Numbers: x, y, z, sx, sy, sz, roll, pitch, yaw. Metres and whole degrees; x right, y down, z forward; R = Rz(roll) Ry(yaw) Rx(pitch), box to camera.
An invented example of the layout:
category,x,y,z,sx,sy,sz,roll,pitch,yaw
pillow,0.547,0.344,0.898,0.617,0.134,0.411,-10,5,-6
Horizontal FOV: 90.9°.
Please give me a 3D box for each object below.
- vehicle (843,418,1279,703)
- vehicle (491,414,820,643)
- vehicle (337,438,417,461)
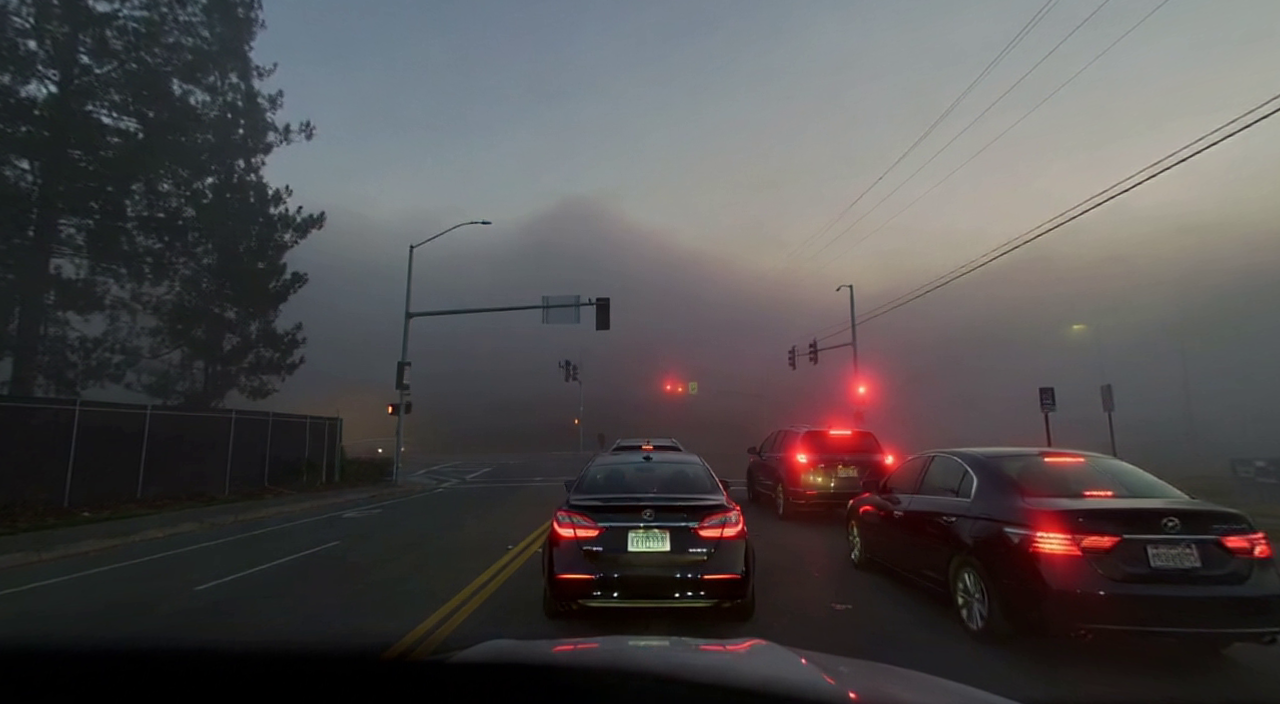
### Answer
category,x,y,z,sx,sy,sz,roll,pitch,yaw
vehicle,3.092,1.245,4.135,2.027,1.432,4.431,0,-8,0
vehicle,0.064,1.488,6.423,2.170,1.497,4.369,0,-8,-1
vehicle,-17.243,6.411,41.466,4.406,1.458,1.892,-1,-8,7
